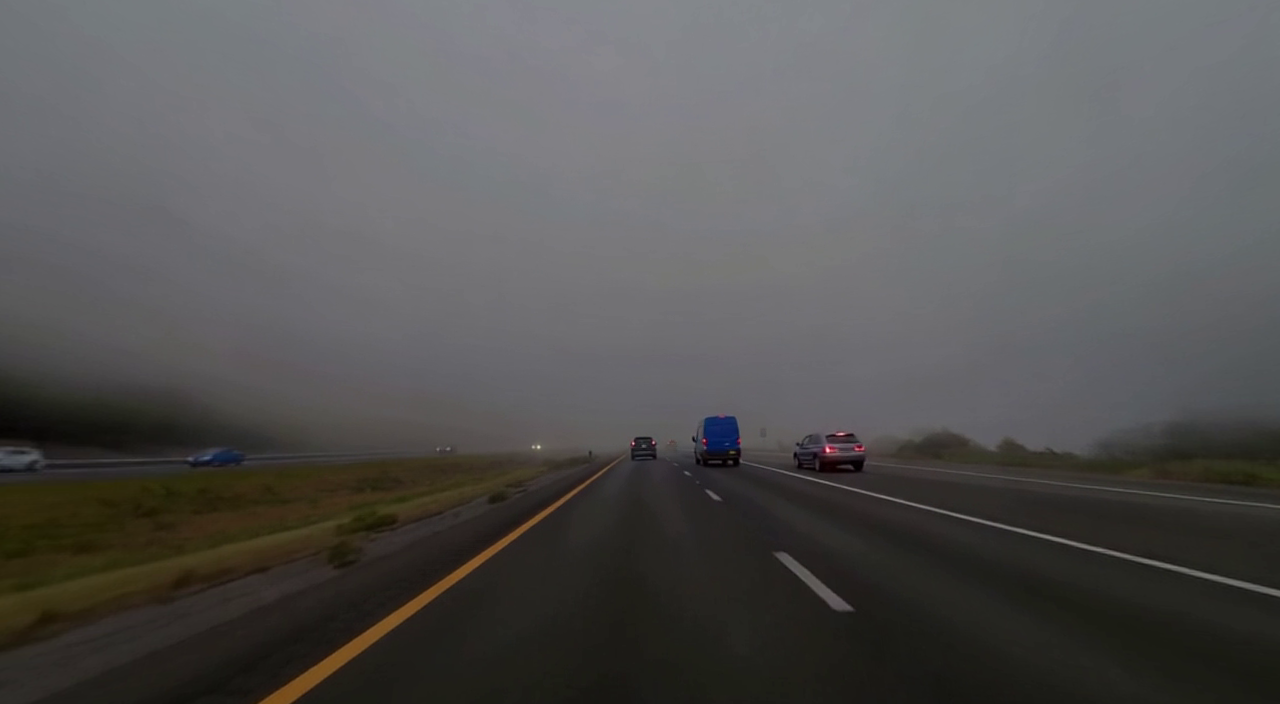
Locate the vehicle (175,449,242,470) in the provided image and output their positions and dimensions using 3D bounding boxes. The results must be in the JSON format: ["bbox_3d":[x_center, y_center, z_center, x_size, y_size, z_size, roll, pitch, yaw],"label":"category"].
[{"bbox_3d":[-31.879,7.909,46.765,1.795,1.448,4.524,0,-8,0],"label":"vehicle"}]

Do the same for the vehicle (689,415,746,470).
[{"bbox_3d":[4.044,4.904,34.235,2.302,2.670,6.176,0,-8,0],"label":"vehicle"}]

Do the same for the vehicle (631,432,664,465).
[{"bbox_3d":[0.487,6.703,43.921,2.131,2.122,4.473,0,-8,0],"label":"vehicle"}]

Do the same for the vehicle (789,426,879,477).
[{"bbox_3d":[8.089,4.213,26.892,2.240,1.925,4.854,0,-8,0],"label":"vehicle"}]
